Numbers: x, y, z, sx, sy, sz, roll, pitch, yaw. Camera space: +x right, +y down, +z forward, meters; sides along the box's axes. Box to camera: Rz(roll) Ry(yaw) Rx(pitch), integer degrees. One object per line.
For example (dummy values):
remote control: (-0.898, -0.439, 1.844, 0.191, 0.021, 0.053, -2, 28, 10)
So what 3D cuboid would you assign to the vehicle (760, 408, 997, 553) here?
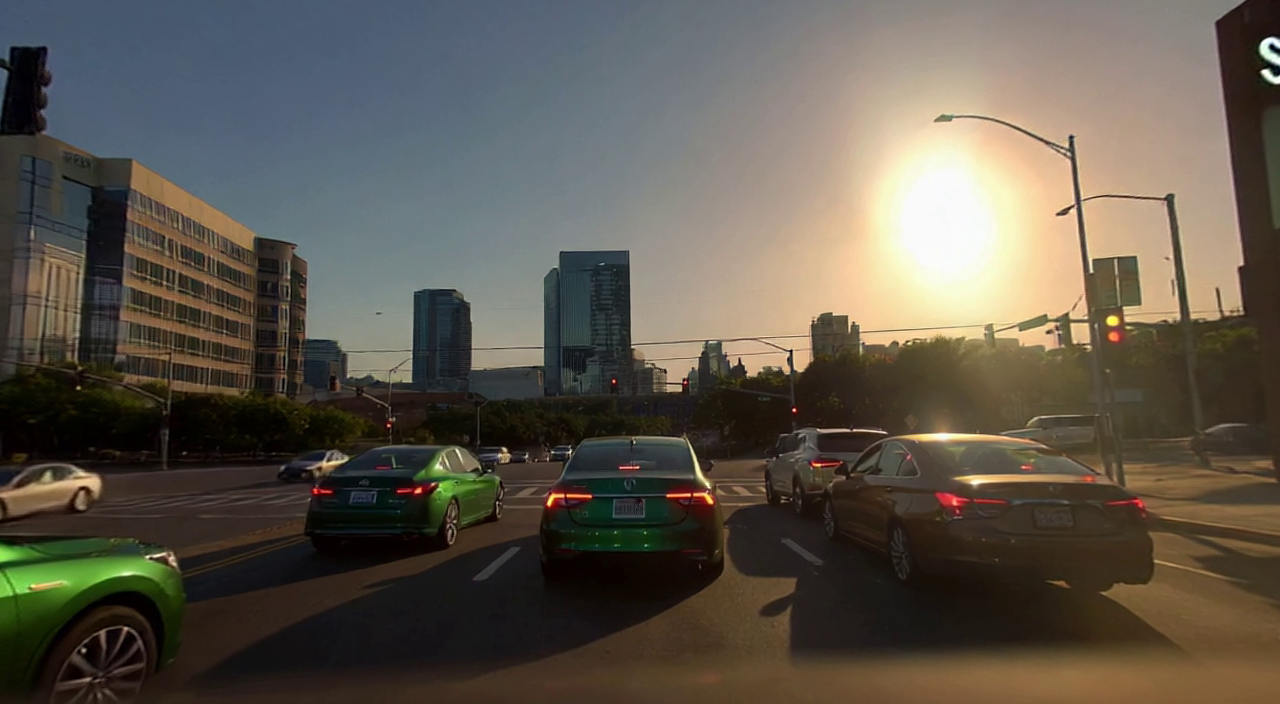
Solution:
vehicle: (3.307, 1.868, 9.821, 1.992, 1.744, 4.183, 0, -8, -1)

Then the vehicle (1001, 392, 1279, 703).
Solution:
vehicle: (3.939, 0.969, 3.104, 1.800, 1.519, 4.198, 0, -8, 0)

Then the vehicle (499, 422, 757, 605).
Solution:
vehicle: (-0.129, 1.649, 7.373, 2.140, 1.499, 4.119, 0, -8, -1)

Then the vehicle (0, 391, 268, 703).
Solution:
vehicle: (-3.480, 0.849, 1.838, 2.016, 1.547, 4.414, 0, -8, 1)

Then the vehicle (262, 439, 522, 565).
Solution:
vehicle: (-3.300, 2.068, 9.539, 1.995, 1.436, 4.373, -1, -8, 2)
